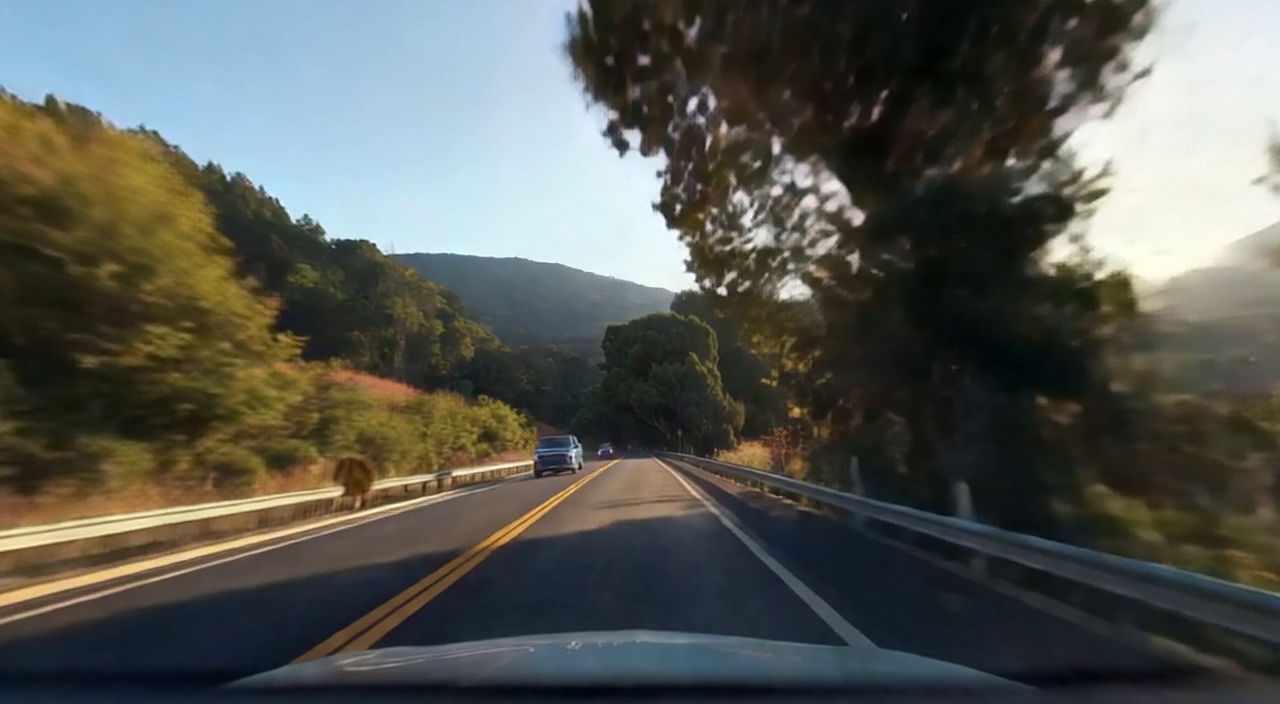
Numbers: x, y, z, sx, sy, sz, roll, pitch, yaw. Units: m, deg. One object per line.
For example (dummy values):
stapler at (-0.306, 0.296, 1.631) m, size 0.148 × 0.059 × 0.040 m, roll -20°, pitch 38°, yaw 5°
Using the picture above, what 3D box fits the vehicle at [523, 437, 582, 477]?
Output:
vehicle at (-4.317, 5.240, 31.814) m, size 2.309 × 1.826 × 4.542 m, roll 0°, pitch -8°, yaw 0°
